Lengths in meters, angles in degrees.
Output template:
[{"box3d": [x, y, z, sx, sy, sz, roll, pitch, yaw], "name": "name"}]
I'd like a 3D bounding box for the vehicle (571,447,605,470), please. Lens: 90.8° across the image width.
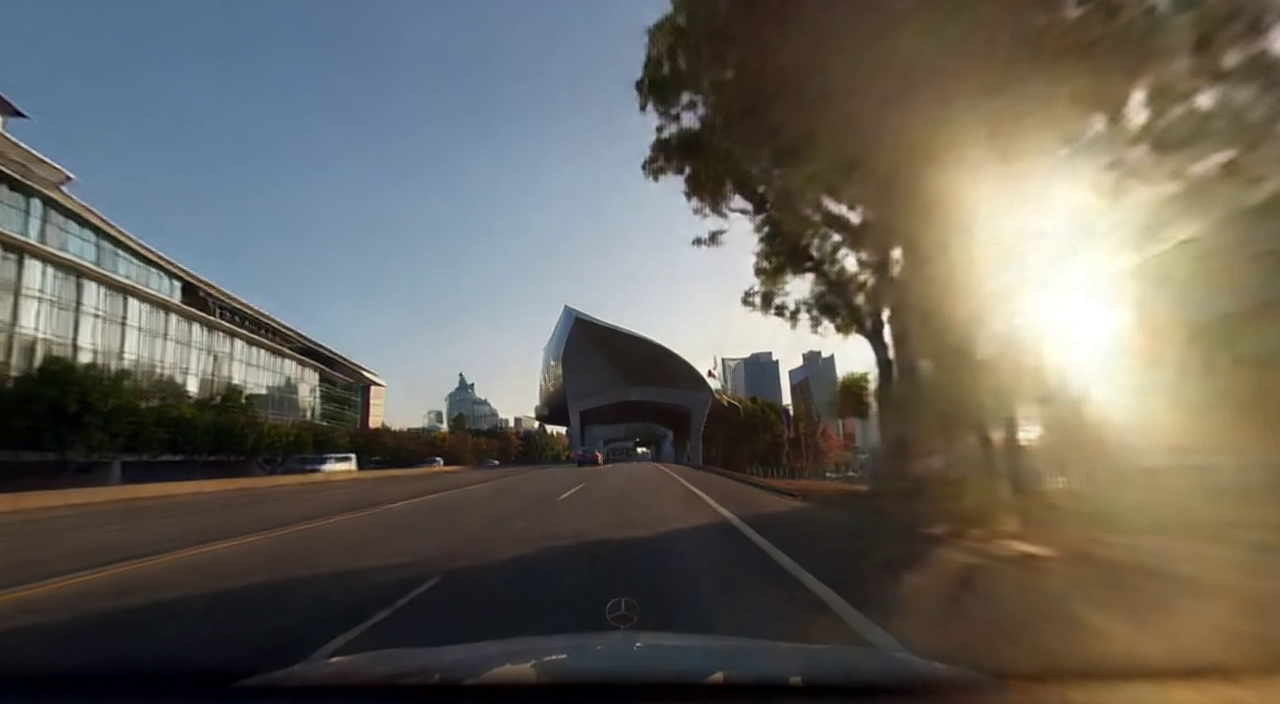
[{"box3d": [-3.635, 7.544, 44.904, 1.984, 1.521, 4.682, 0, -8, 0], "name": "vehicle"}]
